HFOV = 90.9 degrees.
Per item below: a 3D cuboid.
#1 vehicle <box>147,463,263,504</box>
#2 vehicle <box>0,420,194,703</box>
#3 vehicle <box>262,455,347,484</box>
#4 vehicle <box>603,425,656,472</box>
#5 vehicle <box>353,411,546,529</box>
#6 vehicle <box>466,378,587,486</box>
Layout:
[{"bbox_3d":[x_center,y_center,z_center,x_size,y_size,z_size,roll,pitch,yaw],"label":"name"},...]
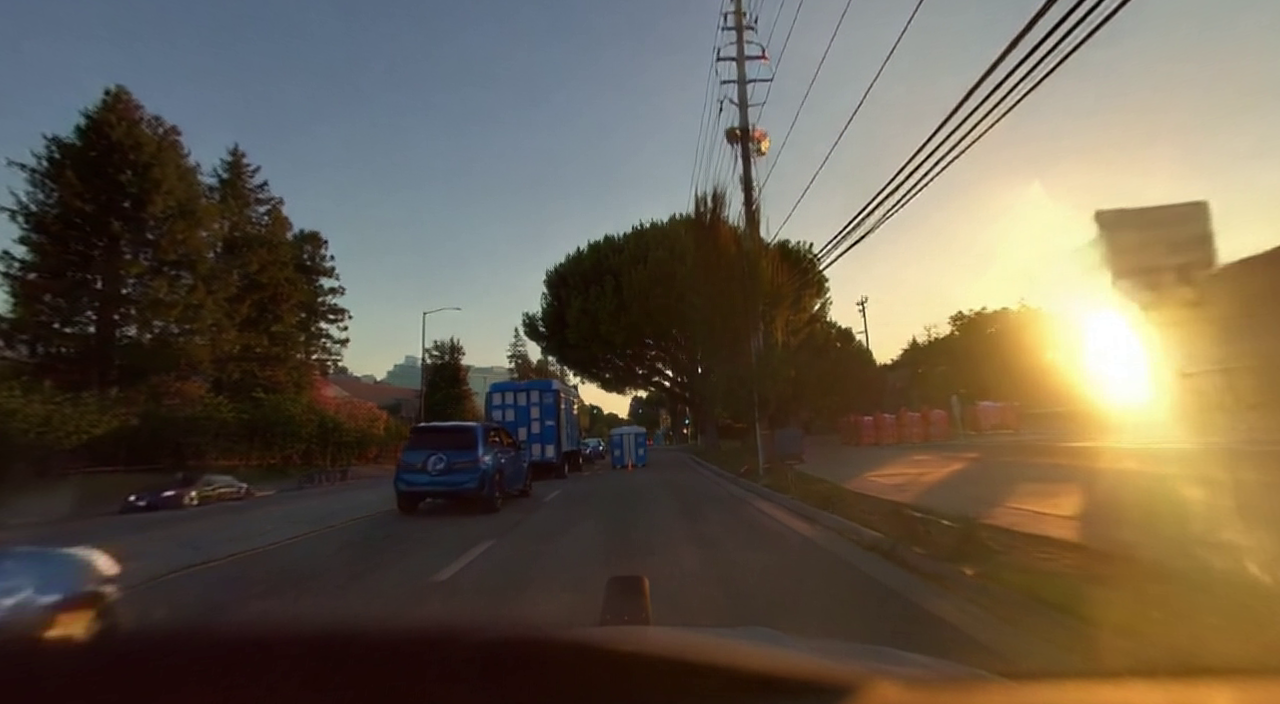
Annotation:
[{"bbox_3d":[-18.605,5.612,27.216,1.837,1.485,4.231,-1,-8,2],"label":"vehicle"},{"bbox_3d":[-3.460,0.832,1.186,1.966,1.466,4.473,0,-8,0],"label":"vehicle"},{"bbox_3d":[-22.693,7.928,42.733,1.833,1.755,4.668,-8,-11,41],"label":"vehicle"},{"bbox_3d":[-0.466,4.187,27.552,2.117,1.861,4.095,0,-8,-1],"label":"vehicle"},{"bbox_3d":[-3.358,2.199,12.343,2.187,1.821,4.748,-1,-8,1],"label":"vehicle"},{"bbox_3d":[-3.895,3.064,23.837,3.120,3.393,7.945,0,-8,0],"label":"vehicle"}]
